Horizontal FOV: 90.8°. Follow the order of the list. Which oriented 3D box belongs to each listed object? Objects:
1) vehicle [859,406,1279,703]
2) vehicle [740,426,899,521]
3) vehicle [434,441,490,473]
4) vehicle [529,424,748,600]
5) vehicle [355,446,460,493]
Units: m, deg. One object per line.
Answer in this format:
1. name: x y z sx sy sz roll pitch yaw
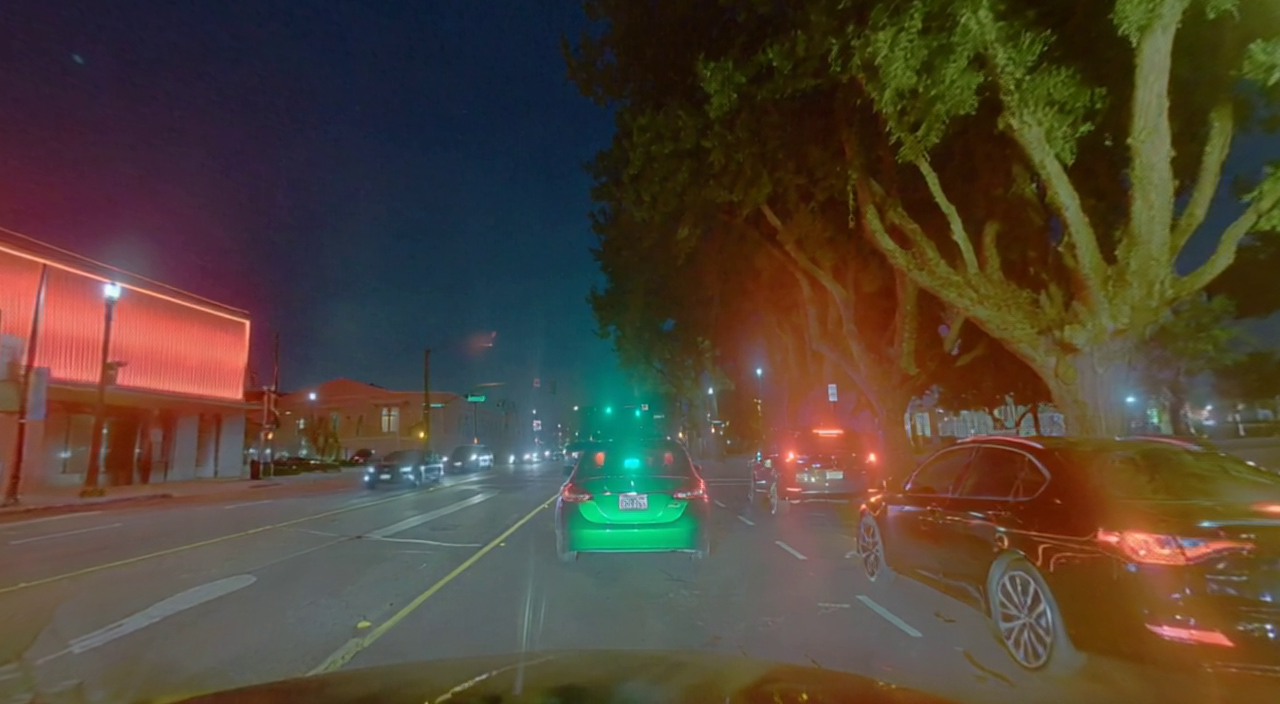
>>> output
1. vehicle: 3.306 1.255 4.480 1.988 1.480 4.195 0 -9 0
2. vehicle: 3.532 2.482 13.421 2.025 1.660 4.263 0 -9 -1
3. vehicle: -10.690 6.326 38.299 2.060 1.792 5.170 0 -9 -2
4. vehicle: -0.027 1.649 7.288 1.887 1.487 3.535 0 -9 0
5. vehicle: -8.207 4.161 22.779 2.169 1.477 4.168 0 -9 0
